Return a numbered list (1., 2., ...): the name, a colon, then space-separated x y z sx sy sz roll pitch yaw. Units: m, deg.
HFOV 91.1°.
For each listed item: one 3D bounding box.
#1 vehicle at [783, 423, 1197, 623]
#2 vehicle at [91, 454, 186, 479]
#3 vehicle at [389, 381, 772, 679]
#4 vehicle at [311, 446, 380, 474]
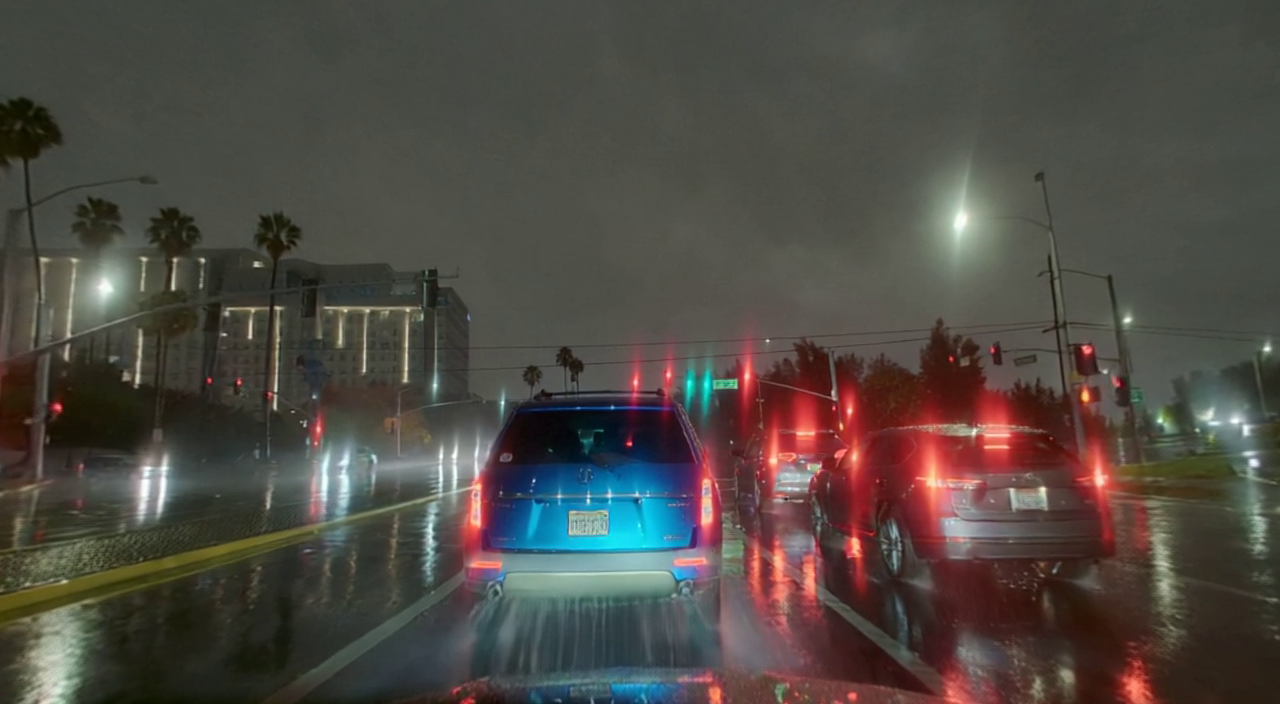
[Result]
1. vehicle: 3.118 1.608 6.967 1.971 1.473 4.495 0 -8 0
2. vehicle: -37.541 8.542 47.086 5.347 1.785 2.123 0 -9 1
3. vehicle: -0.338 1.316 5.692 2.172 1.694 4.055 0 -8 0
4. vehicle: -19.888 7.274 42.730 2.119 1.786 5.252 0 -9 0
